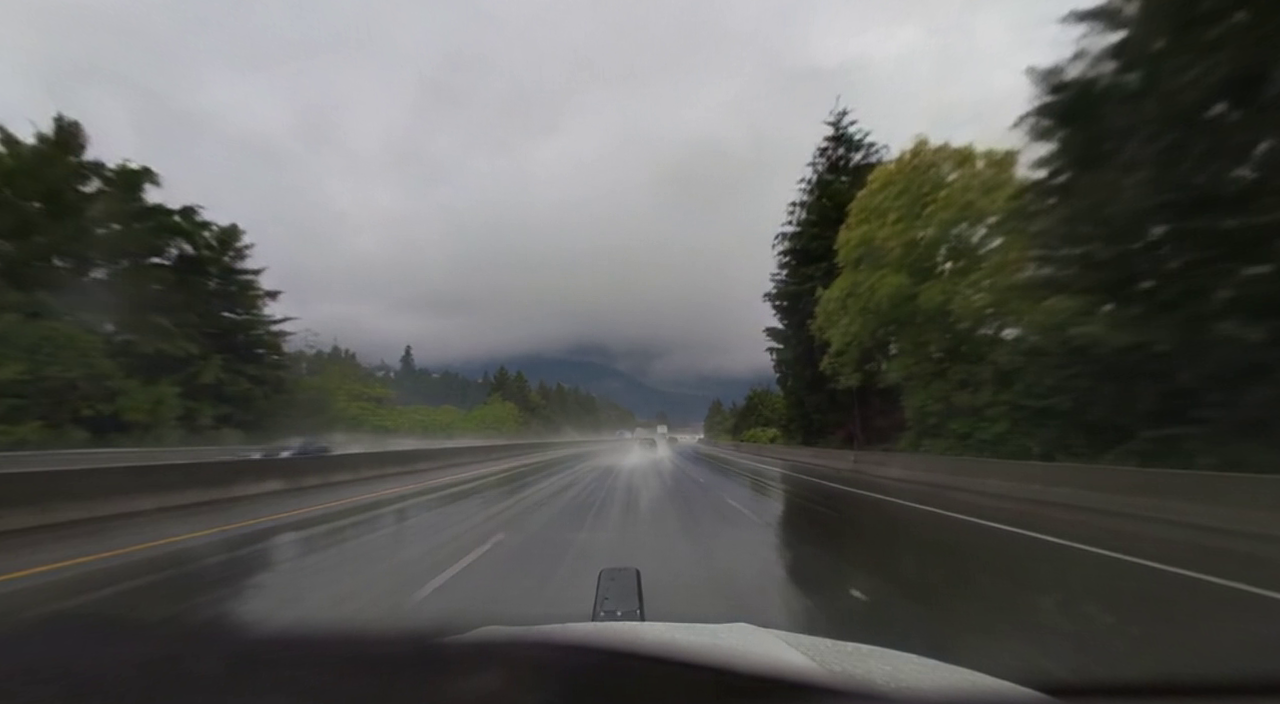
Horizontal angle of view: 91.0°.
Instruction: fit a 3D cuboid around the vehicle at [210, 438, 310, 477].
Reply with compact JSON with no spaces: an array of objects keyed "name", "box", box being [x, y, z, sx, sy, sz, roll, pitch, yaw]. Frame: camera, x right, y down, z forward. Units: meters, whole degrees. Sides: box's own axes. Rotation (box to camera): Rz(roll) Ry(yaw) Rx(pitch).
[{"name":"vehicle","box":[-16.123,4.449,26.948,1.827,1.510,3.956,0,-8,0]}]
